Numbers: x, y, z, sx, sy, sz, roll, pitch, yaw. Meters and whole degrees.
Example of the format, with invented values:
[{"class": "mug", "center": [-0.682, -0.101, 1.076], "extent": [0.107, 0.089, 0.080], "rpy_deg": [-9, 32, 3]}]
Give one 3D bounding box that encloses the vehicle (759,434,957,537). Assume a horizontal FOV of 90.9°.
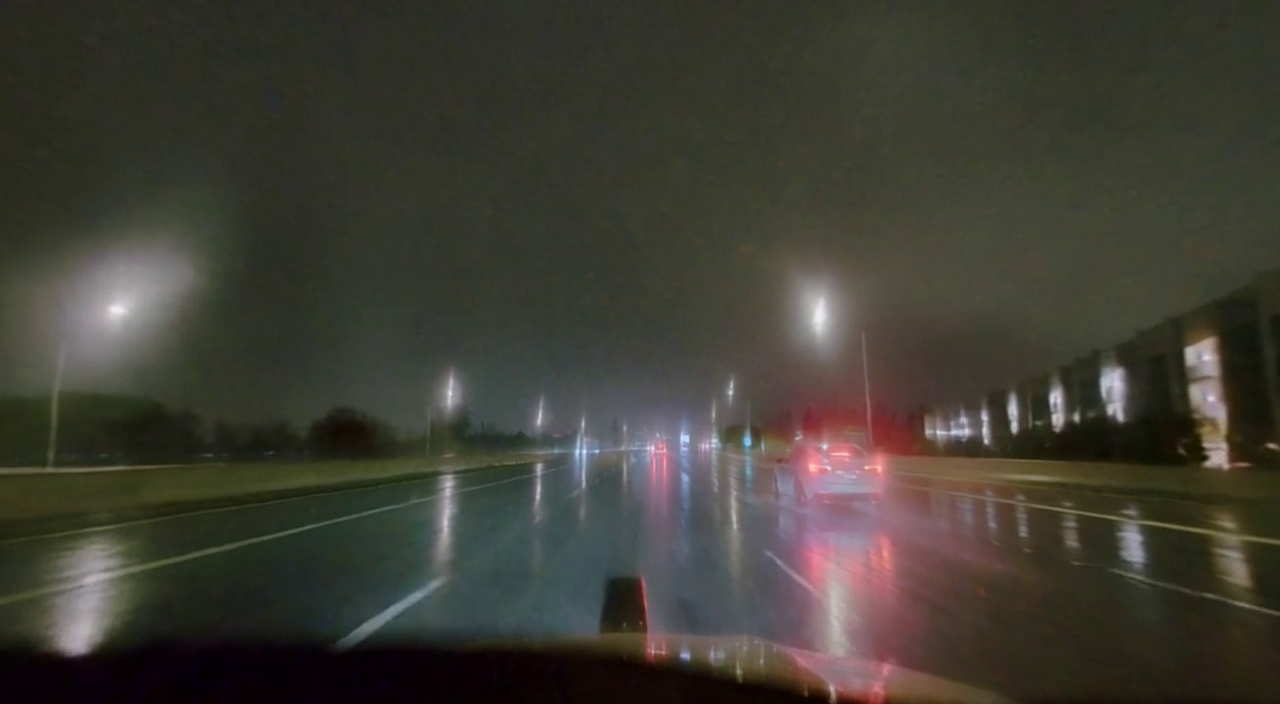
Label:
[{"class": "vehicle", "center": [3.670, 2.330, 11.716], "extent": [1.999, 1.492, 4.673], "rpy_deg": [0, -9, 0]}]
